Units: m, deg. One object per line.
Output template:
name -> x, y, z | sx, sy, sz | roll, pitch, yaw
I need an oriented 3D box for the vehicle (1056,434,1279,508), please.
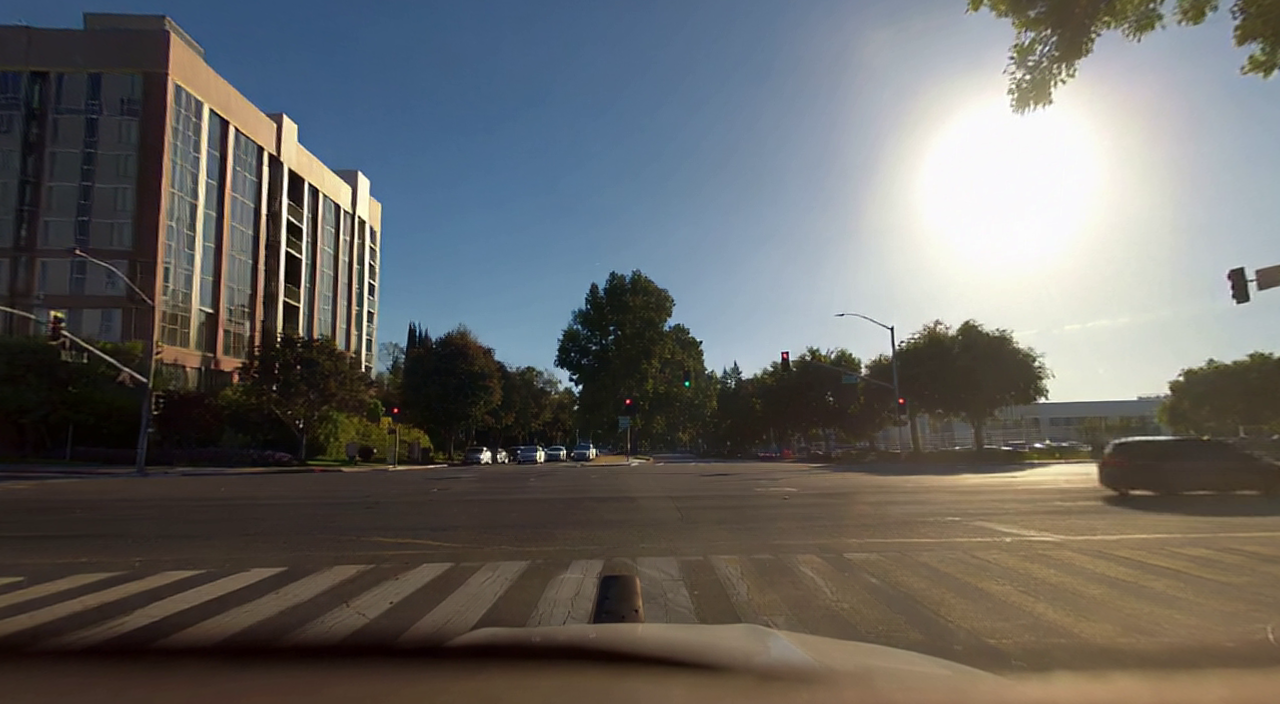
vehicle -> 13.742, 2.982, 16.202 | 4.853, 1.719, 1.986 | 1, -8, -7

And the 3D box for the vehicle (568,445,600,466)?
vehicle -> -4.336, 8.128, 49.754 | 2.130, 1.613, 4.121 | 0, -8, 0
